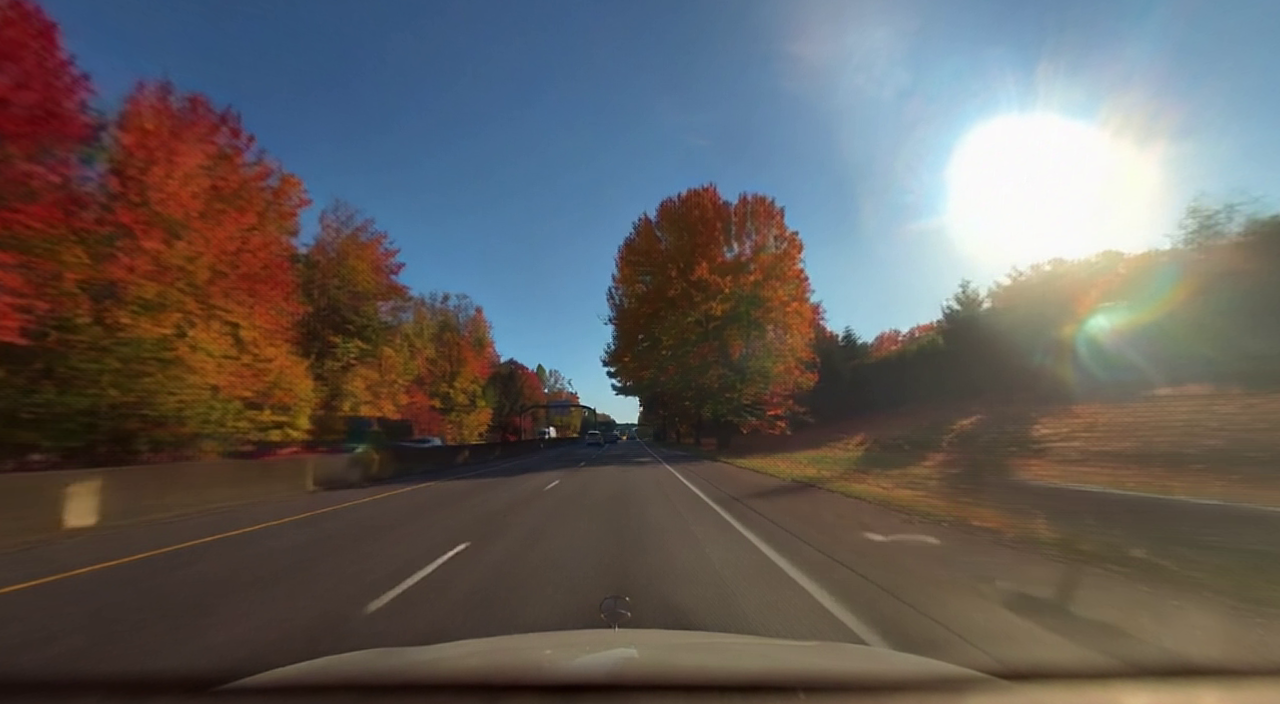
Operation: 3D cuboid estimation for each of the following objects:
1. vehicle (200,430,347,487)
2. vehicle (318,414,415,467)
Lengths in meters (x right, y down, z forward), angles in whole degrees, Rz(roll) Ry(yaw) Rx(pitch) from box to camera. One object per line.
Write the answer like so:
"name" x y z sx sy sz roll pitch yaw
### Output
"vehicle" -11.512 3.351 20.217 2.019 1.587 4.564 0 -8 -1
"vehicle" -15.188 4.965 35.497 2.377 2.645 7.057 0 -8 -1
